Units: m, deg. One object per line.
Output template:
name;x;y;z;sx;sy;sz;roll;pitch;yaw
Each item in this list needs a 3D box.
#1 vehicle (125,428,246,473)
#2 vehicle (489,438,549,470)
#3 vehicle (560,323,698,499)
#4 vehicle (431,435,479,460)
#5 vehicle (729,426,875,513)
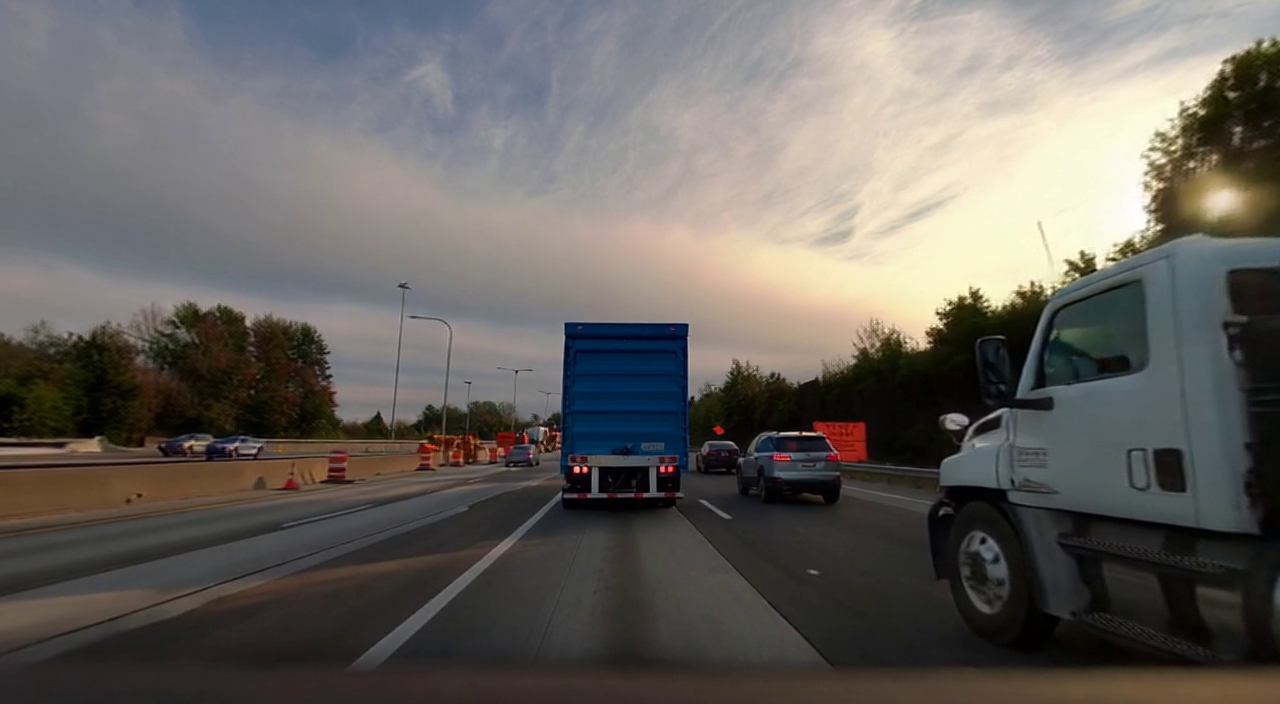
vehicle;-21.677;4.667;30.067;4.632;1.852;2.033;0;-8;16
vehicle;-5.954;5.078;31.546;2.014;1.477;4.595;0;-9;0
vehicle;-0.429;2.054;19.241;3.067;3.940;10.154;1;-9;-2
vehicle;-14.421;7.447;49.299;2.054;1.708;4.663;2;-8;4
vehicle;3.528;2.651;14.635;2.103;1.713;4.173;1;-9;-3
